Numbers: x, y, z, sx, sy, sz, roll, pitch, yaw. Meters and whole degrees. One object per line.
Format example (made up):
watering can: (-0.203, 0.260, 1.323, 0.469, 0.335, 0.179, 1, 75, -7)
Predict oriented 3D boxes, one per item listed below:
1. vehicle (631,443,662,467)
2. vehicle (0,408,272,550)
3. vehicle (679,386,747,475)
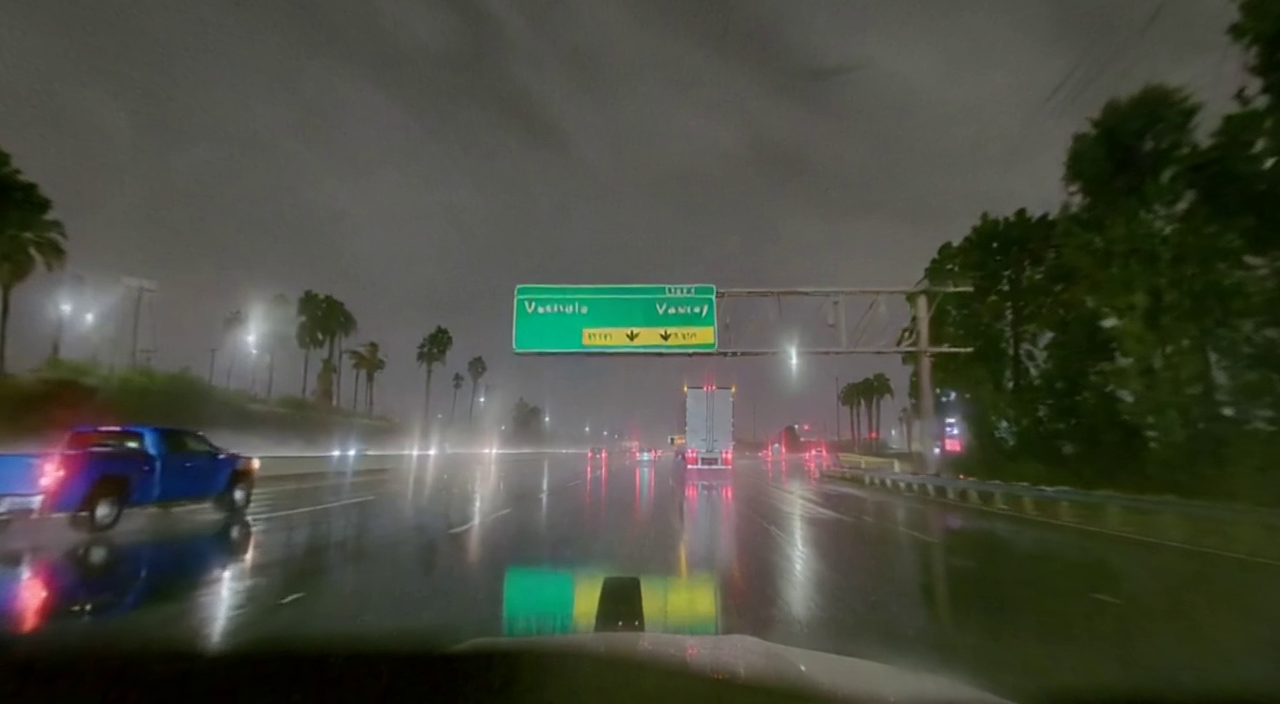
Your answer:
vehicle: (0.559, 7.954, 48.784, 2.287, 1.689, 4.307, 0, -8, 2)
vehicle: (-8.690, 1.926, 10.256, 2.264, 1.728, 4.940, 0, -8, 2)
vehicle: (3.942, 4.824, 37.890, 2.891, 4.123, 16.415, 0, -8, 3)
